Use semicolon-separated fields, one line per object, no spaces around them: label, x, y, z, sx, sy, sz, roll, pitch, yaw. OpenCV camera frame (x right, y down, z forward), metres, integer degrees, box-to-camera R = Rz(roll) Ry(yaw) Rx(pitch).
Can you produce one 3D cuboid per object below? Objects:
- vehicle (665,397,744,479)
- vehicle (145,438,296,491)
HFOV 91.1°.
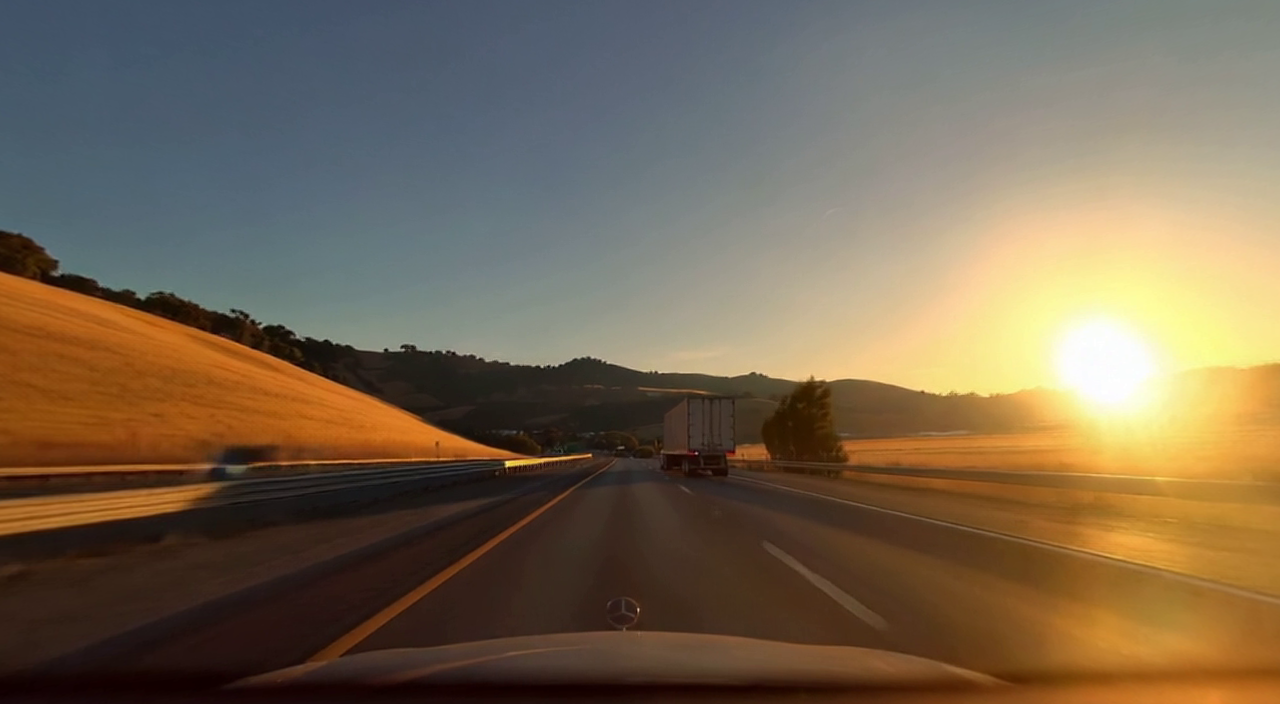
vehicle;3.493;5.357;38.197;2.938;4.076;13.362;0;-9;-2
vehicle;-13.062;3.524;19.960;1.861;1.498;4.278;0;-9;-1
